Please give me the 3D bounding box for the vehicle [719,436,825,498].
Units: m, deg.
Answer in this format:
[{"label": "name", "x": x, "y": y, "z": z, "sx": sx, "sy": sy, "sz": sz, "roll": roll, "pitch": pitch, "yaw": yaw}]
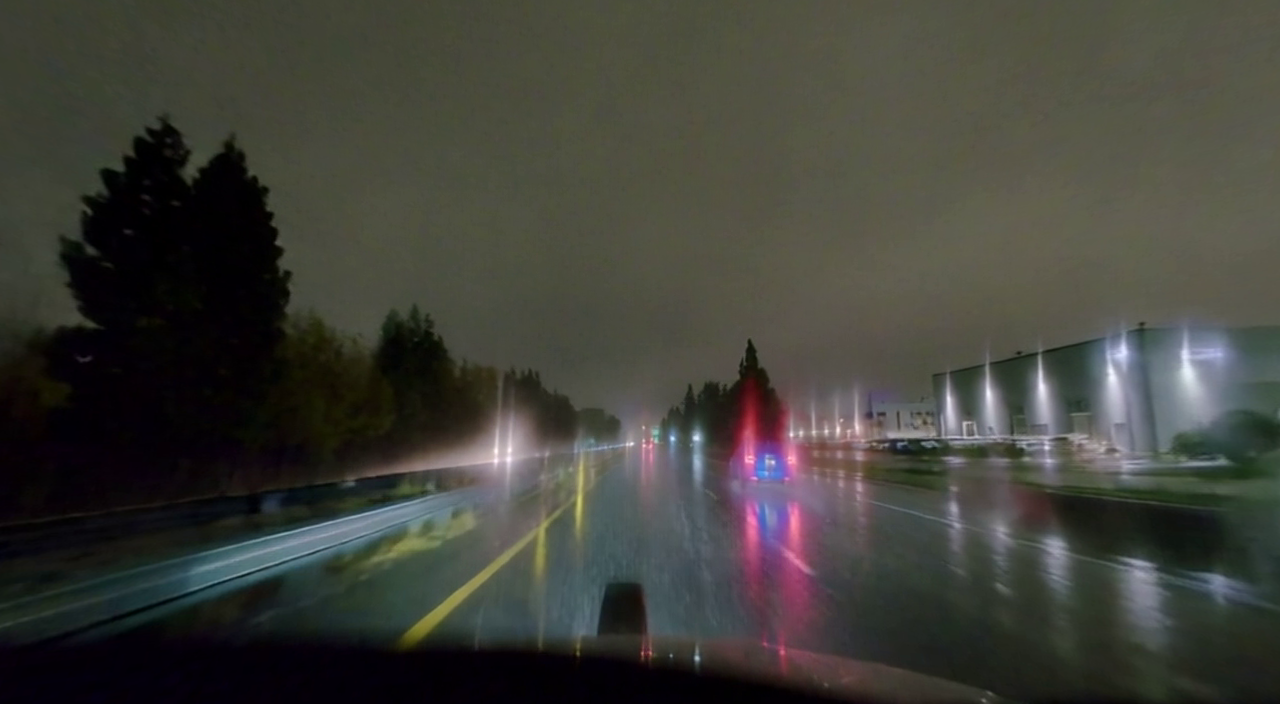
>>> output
[{"label": "vehicle", "x": 3.586, "y": 3.201, "z": 17.847, "sx": 2.079, "sy": 1.531, "sz": 3.997, "roll": 0, "pitch": -8, "yaw": -1}]
